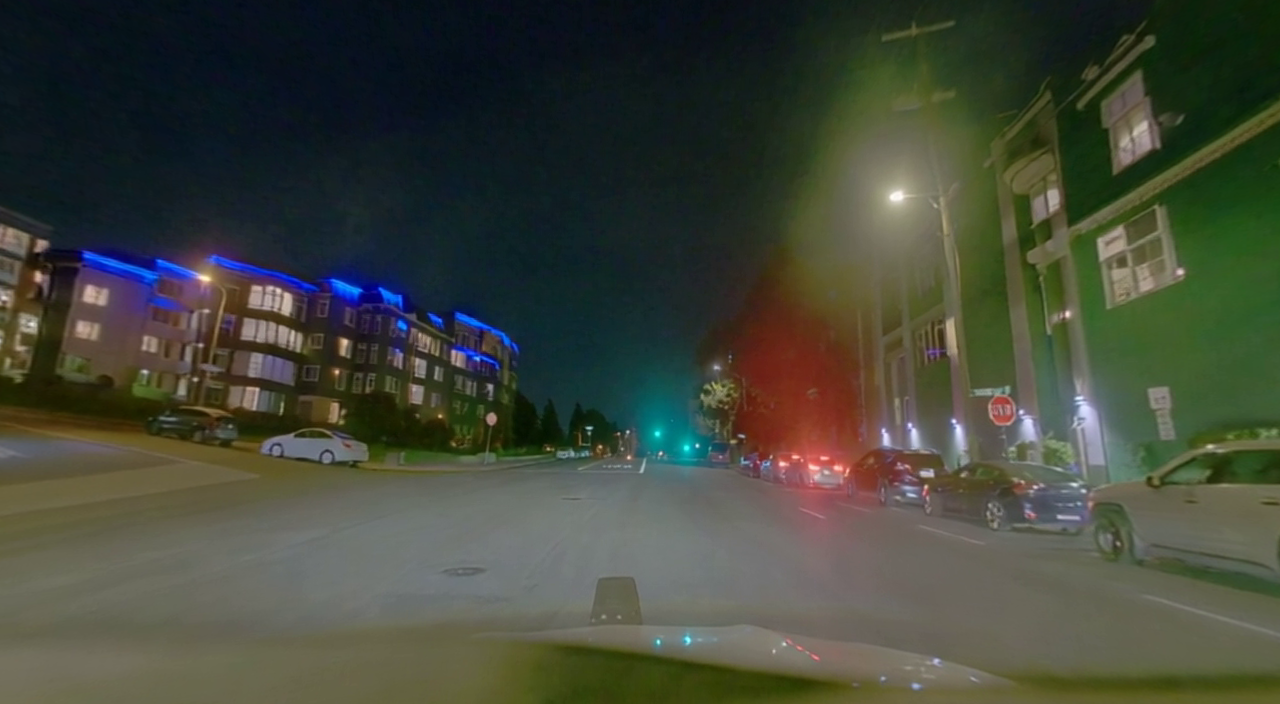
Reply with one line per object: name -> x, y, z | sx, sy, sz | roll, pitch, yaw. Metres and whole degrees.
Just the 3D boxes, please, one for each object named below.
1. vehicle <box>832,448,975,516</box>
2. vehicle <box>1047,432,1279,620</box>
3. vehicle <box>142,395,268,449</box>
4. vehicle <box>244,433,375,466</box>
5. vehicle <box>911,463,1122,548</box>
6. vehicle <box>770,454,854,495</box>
vehicle -> 7.497, 3.711, 18.620 | 1.917, 1.704, 4.840 | 0, -9, -3
vehicle -> 7.301, 1.830, 7.041 | 2.181, 1.792, 5.066 | 0, -9, 1
vehicle -> -19.330, 3.132, 28.114 | 4.598, 1.645, 2.019 | 7, -6, 18
vehicle -> -14.216, 4.223, 27.418 | 4.603, 1.335, 1.889 | 1, -9, -9
vehicle -> 7.500, 3.050, 13.184 | 1.900, 1.368, 4.176 | 0, -9, 1
vehicle -> 7.253, 5.177, 27.211 | 2.122, 1.554, 4.777 | 0, -9, -2
